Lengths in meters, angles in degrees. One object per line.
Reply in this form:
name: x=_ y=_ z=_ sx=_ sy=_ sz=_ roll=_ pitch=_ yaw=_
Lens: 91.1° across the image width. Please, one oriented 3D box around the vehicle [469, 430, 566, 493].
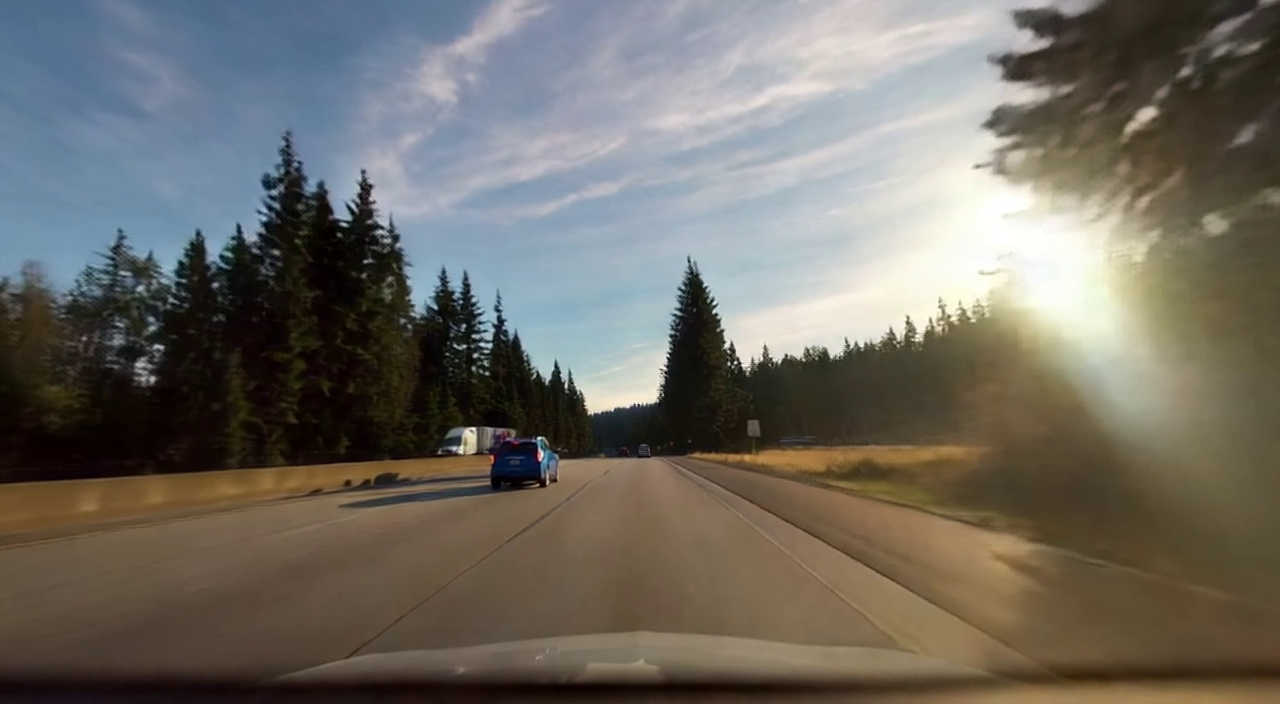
vehicle: x=-3.716 y=3.405 z=19.952 sx=2.084 sy=1.752 sz=4.479 roll=0 pitch=-8 yaw=2
